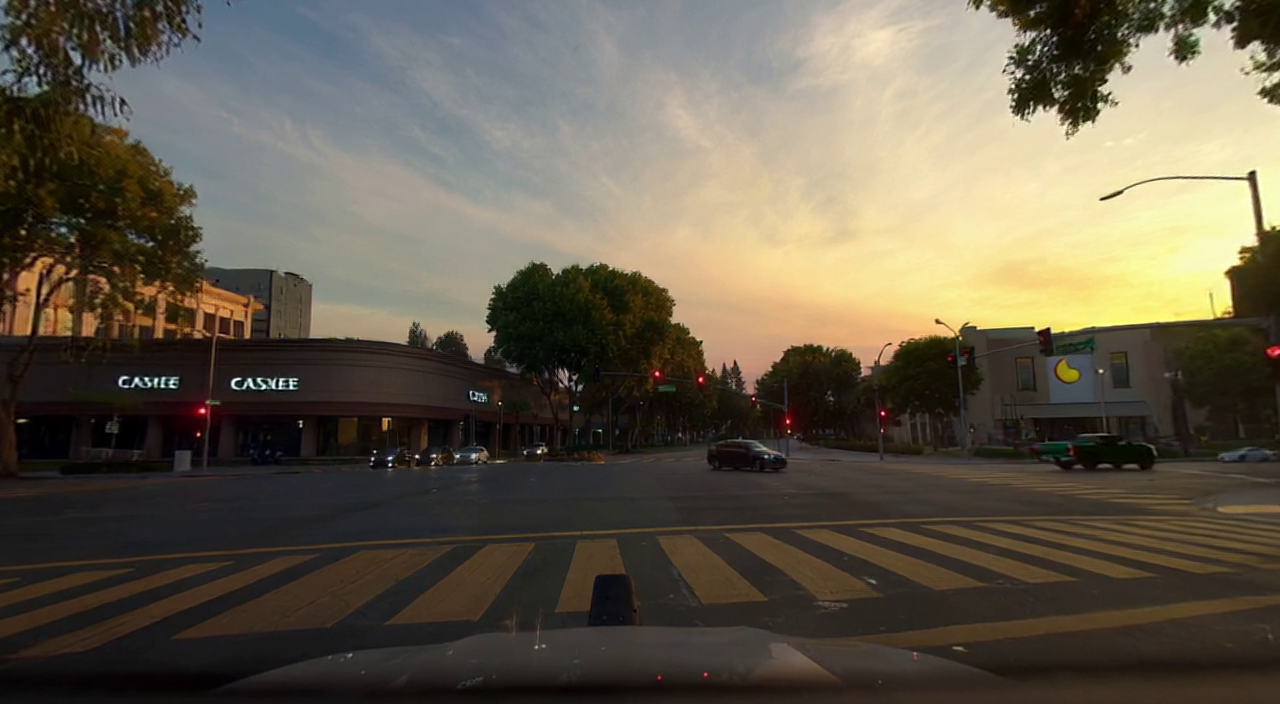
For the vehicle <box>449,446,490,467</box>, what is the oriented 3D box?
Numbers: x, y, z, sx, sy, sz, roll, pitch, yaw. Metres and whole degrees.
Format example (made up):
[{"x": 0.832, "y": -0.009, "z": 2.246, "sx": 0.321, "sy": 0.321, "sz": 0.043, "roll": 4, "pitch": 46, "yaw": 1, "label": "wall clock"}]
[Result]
[{"x": -12.618, "y": 7.767, "z": 47.091, "sx": 1.946, "sy": 1.474, "sz": 4.008, "roll": 0, "pitch": -9, "yaw": 0, "label": "vehicle"}]

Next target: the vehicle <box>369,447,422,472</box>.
[{"x": -16.259, "y": 7.142, "z": 42.240, "sx": 1.883, "sy": 1.586, "sz": 4.297, "roll": 0, "pitch": -9, "yaw": 0, "label": "vehicle"}]

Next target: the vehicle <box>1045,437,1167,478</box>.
[{"x": 23.810, "y": 5.335, "z": 32.271, "sx": 5.667, "sy": 1.927, "sz": 2.289, "roll": 4, "pitch": -9, "yaw": -23, "label": "vehicle"}]

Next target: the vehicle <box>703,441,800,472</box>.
[{"x": 5.620, "y": 5.266, "z": 31.921, "sx": 4.457, "sy": 1.464, "sz": 1.879, "roll": -4, "pitch": -9, "yaw": 24, "label": "vehicle"}]
